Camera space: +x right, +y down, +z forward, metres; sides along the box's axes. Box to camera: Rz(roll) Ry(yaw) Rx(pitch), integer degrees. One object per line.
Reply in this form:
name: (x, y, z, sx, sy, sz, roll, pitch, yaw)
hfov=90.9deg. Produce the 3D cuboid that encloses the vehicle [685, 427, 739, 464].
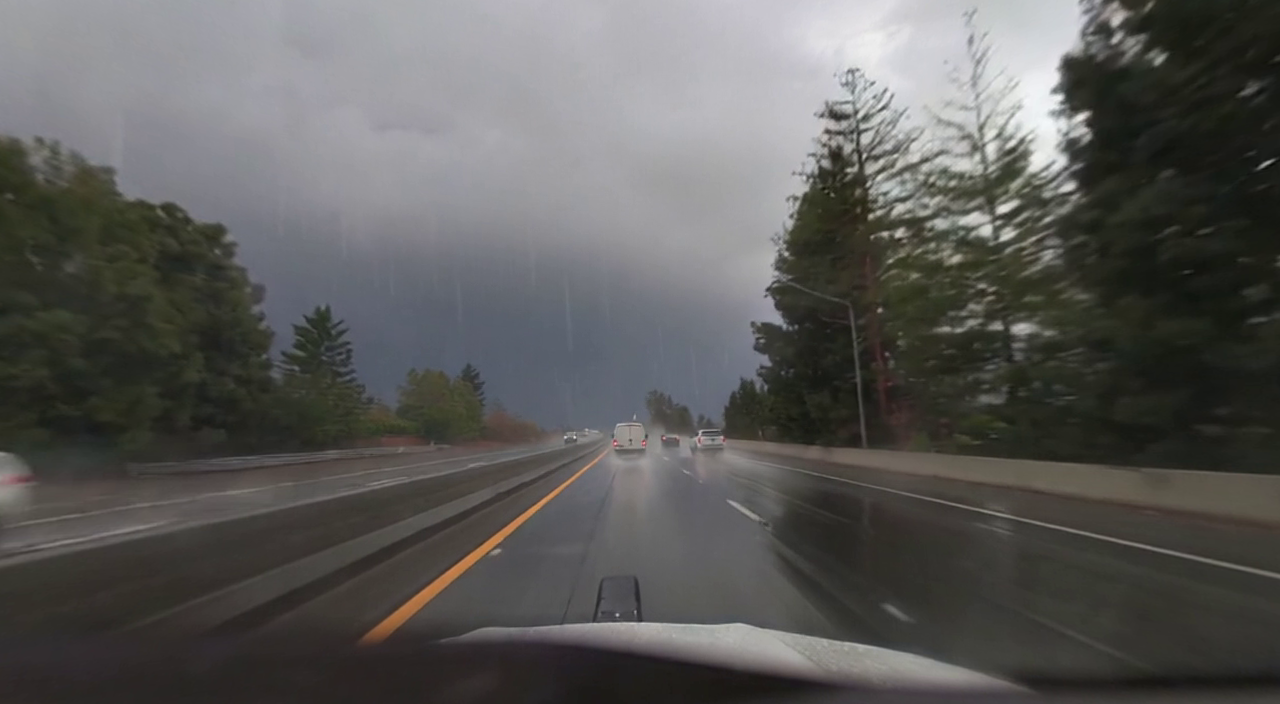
vehicle: (3.346, 4.421, 30.011, 1.981, 1.606, 3.956, 0, -8, -2)

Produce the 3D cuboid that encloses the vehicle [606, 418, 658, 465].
vehicle: (-0.434, 4.230, 29.944, 2.270, 2.044, 4.633, 0, -8, -2)
